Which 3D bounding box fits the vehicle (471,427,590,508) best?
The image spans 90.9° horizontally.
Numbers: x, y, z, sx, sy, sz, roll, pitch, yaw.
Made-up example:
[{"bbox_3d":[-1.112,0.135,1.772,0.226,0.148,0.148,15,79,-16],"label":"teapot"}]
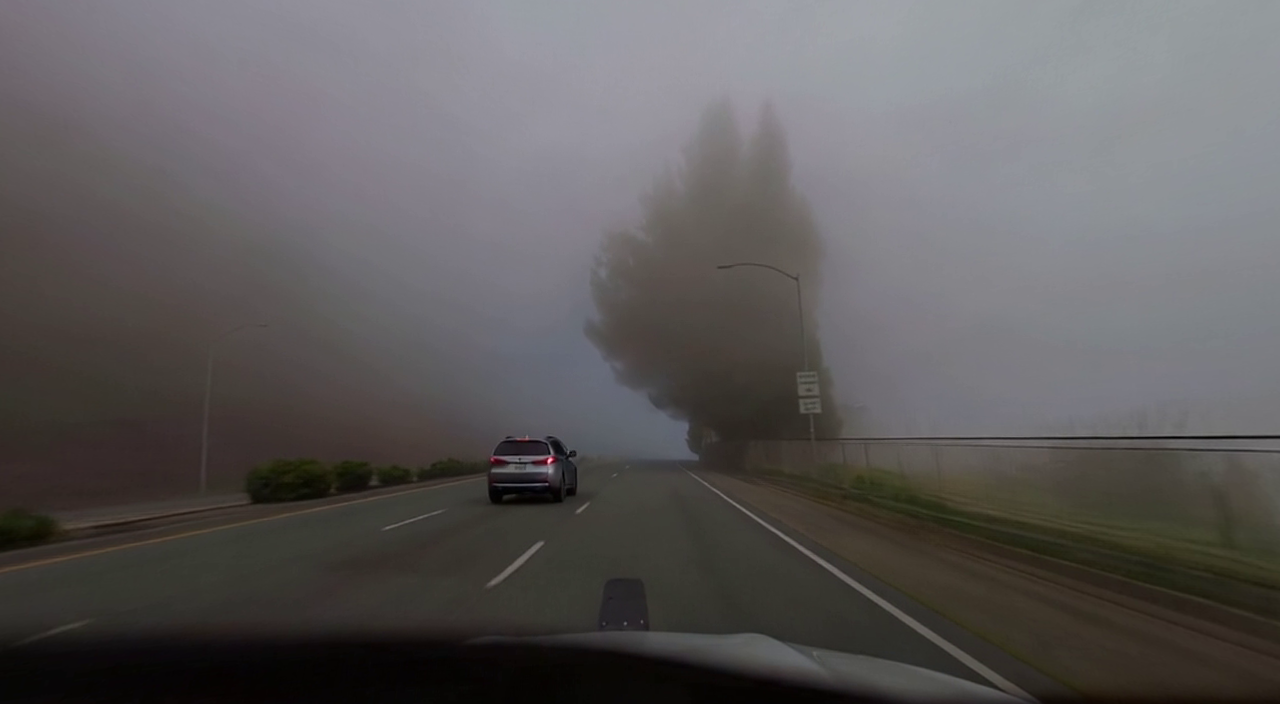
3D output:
[{"bbox_3d":[-2.728,3.030,17.024,2.160,1.855,4.695,-1,-8,3],"label":"vehicle"}]
